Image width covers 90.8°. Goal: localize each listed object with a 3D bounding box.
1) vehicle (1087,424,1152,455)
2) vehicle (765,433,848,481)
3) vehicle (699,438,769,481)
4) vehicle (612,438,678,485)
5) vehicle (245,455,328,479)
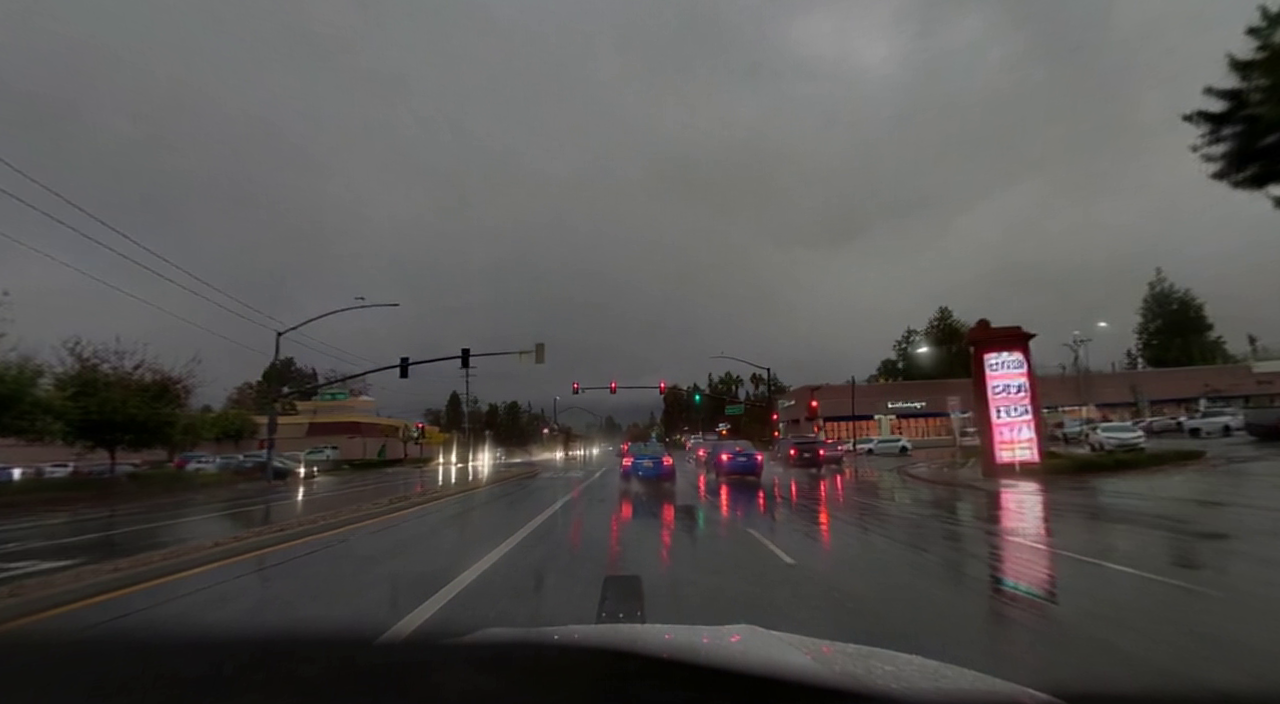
[{"bbox_3d":[25.926,4.814,34.346,2.222,1.538,4.817,-5,-10,31],"label":"vehicle"},{"bbox_3d":[6.447,4.123,24.971,2.009,1.700,4.275,0,-9,-1],"label":"vehicle"},{"bbox_3d":[3.538,4.146,24.577,1.889,1.473,4.643,0,-9,-1],"label":"vehicle"},{"bbox_3d":[0.124,3.835,22.334,2.135,1.468,4.076,0,-9,-1],"label":"vehicle"},{"bbox_3d":[-26.223,8.533,47.011,4.780,1.669,2.232,0,-9,-2],"label":"vehicle"}]
